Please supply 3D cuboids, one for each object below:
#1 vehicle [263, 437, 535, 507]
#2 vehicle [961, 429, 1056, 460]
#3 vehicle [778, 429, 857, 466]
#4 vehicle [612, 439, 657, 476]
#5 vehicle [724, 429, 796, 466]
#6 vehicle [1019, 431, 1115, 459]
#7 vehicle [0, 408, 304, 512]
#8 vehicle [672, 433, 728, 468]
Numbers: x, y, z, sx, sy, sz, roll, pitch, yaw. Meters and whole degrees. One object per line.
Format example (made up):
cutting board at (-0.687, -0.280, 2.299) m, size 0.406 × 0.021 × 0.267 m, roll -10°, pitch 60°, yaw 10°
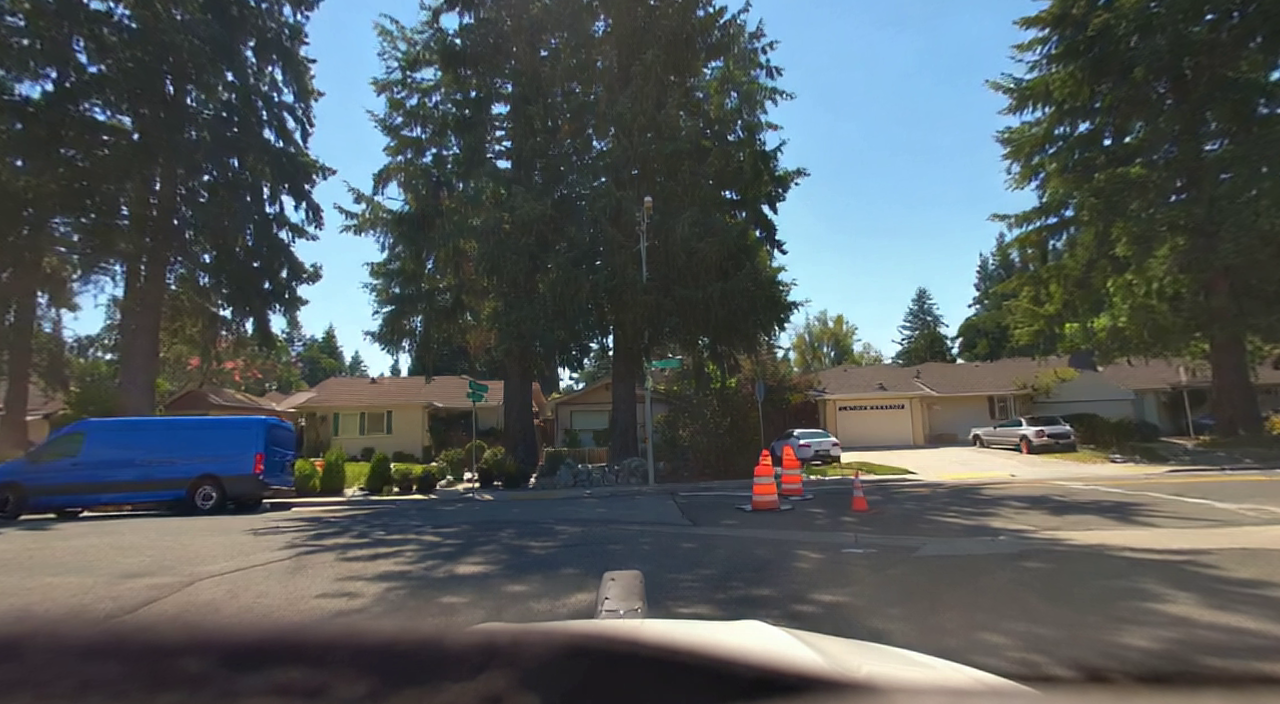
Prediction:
vehicle at (-6.499, 3.367, 18.084) m, size 6.643 × 1.777 × 2.925 m, roll 1°, pitch -9°, yaw -4°
vehicle at (24.286, 6.083, 41.692) m, size 4.984 × 1.912 × 2.132 m, roll 1°, pitch -8°, yaw -6°
vehicle at (8.060, 4.401, 29.141) m, size 1.893 × 1.529 × 4.422 m, roll 1°, pitch -9°, yaw -7°
vehicle at (-0.293, 4.672, 28.152) m, size 1.648 × 1.430 × 3.654 m, roll 4°, pitch -9°, yaw -4°
vehicle at (5.347, 4.339, 28.698) m, size 2.007 × 1.555 × 4.204 m, roll 1°, pitch -9°, yaw -7°
vehicle at (22.779, 4.992, 33.773) m, size 3.863 × 1.453 × 1.826 m, roll 1°, pitch -9°, yaw -5°
vehicle at (-14.100, 3.024, 17.625) m, size 7.824 × 2.323 × 2.863 m, roll -3°, pitch -10°, yaw -2°
vehicle at (2.614, 4.437, 28.590) m, size 1.745 × 1.461 × 4.074 m, roll 1°, pitch -9°, yaw -6°
